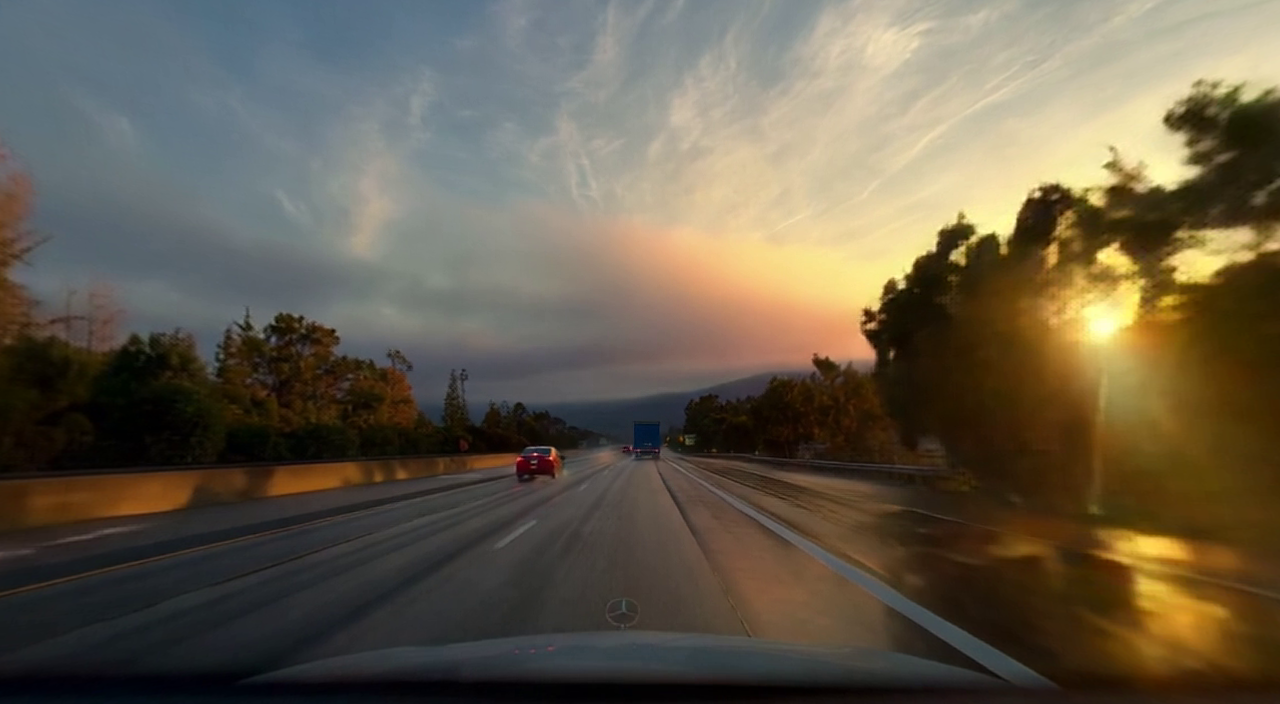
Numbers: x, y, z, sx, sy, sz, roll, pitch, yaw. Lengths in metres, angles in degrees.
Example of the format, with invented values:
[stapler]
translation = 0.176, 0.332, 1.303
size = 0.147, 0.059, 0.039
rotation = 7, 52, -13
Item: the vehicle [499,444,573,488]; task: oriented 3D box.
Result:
[vehicle]
translation = -3.960, 4.453, 24.964
size = 1.999, 1.533, 4.870
rotation = -1, -9, 1
